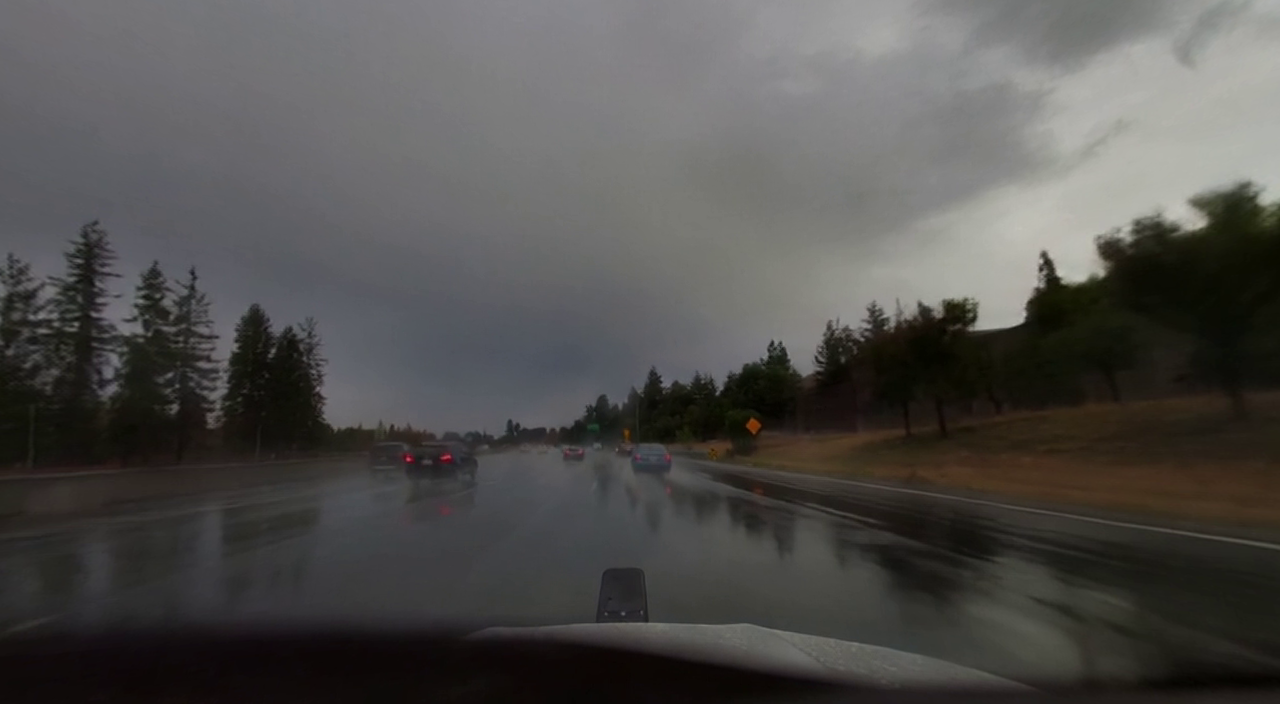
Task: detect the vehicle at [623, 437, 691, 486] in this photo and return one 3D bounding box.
[{"bbox_3d":[0.457,3.634,21.153,2.051,1.444,3.927,0,-9,-1],"label":"vehicle"}]

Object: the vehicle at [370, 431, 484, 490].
[{"bbox_3d":[-6.857,3.565,20.971,2.221,1.693,4.631,0,-9,-1],"label":"vehicle"}]

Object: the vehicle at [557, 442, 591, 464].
[{"bbox_3d":[-4.741,7.357,46.085,2.246,1.519,4.980,0,-9,-3],"label":"vehicle"}]
